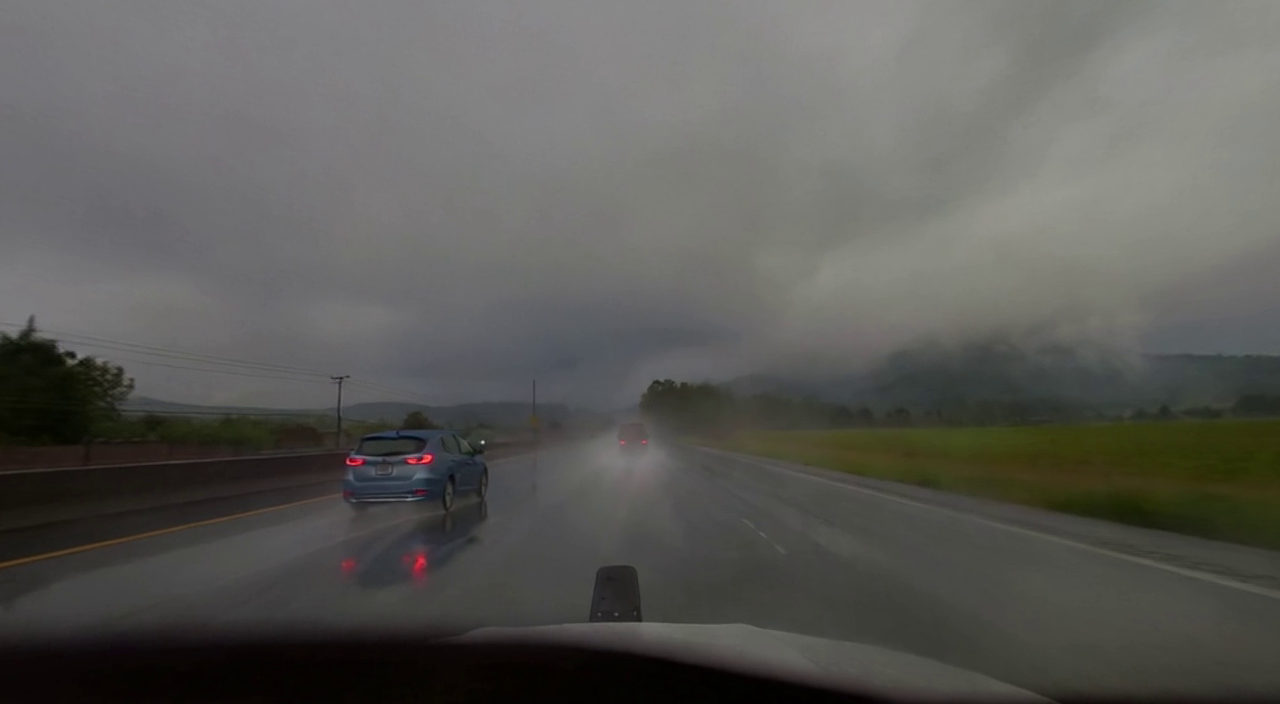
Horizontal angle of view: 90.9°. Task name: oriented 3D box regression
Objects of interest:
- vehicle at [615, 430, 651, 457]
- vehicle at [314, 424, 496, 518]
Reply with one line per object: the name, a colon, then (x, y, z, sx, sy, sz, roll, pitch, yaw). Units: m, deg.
vehicle: (-0.462, 5.857, 40.332, 2.162, 1.616, 4.242, 0, -8, -1)
vehicle: (-4.220, 2.180, 12.135, 1.931, 1.483, 4.105, 0, -8, 0)
